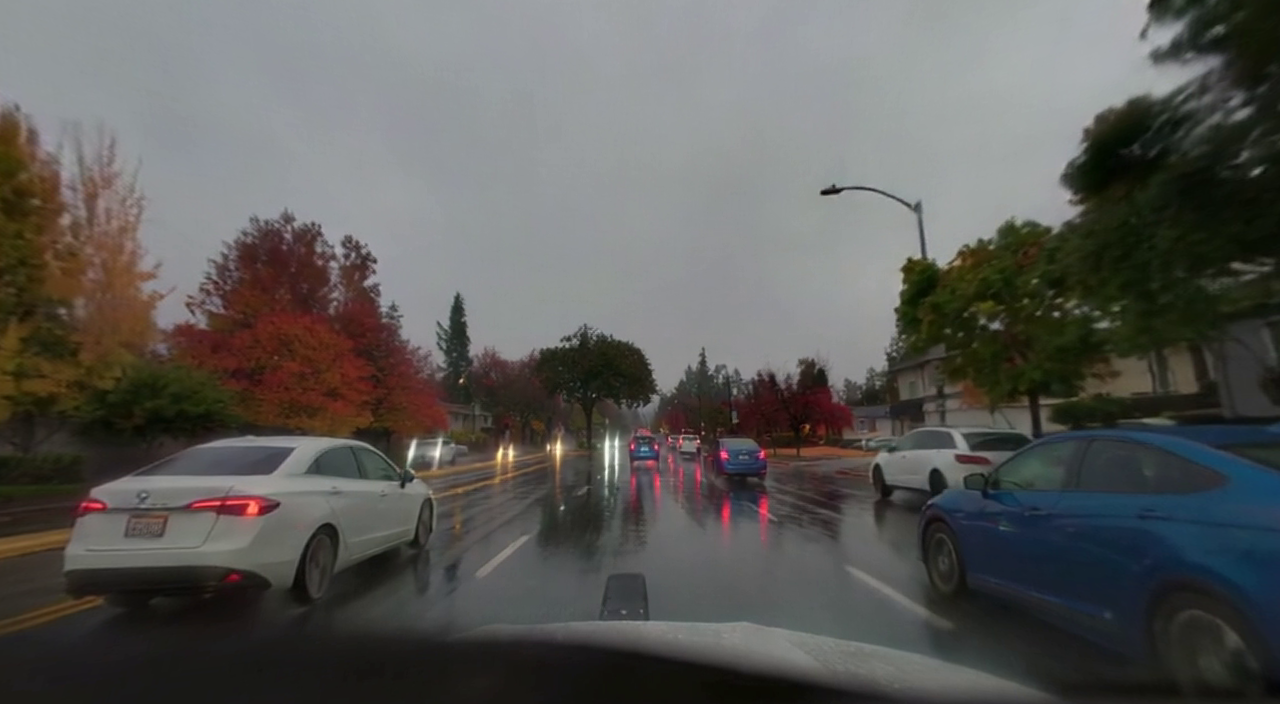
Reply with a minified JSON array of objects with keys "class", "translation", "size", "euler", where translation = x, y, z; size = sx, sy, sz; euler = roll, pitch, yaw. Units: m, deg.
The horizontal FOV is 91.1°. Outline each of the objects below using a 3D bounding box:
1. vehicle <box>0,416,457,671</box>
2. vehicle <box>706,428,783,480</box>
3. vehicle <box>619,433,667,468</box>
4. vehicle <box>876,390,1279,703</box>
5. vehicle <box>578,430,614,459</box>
[{"class":"vehicle","translation":[-3.496,1.461,6.039],"size":[1.997,1.479,4.547],"euler":[0,-8,1]},{"class":"vehicle","translation":[3.648,3.667,22.773],"size":[2.019,1.675,4.488],"euler":[0,-8,0]},{"class":"vehicle","translation":[0.133,5.025,32.311],"size":[2.293,1.662,4.262],"euler":[0,-8,0]},{"class":"vehicle","translation":[3.359,1.120,3.908],"size":[2.060,1.474,4.475],"euler":[0,-8,0]},{"class":"vehicle","translation":[-3.310,7.110,48.154],"size":[2.246,2.062,5.123],"euler":[0,-8,2]}]
